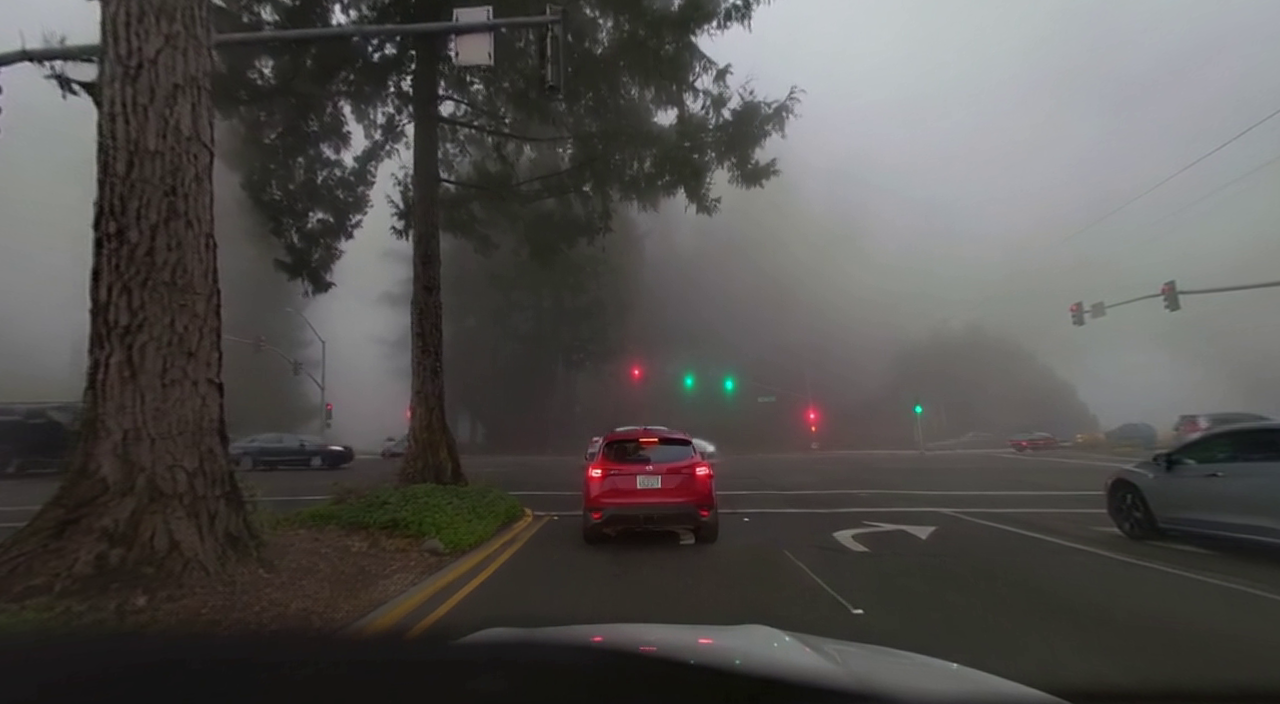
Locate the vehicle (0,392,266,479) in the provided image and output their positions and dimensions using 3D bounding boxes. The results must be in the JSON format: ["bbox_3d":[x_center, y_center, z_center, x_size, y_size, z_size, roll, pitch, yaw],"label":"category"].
[{"bbox_3d":[-20.728,3.258,24.487,10.544,3.126,2.909,-1,-8,1],"label":"vehicle"}]

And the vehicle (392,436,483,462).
[{"bbox_3d":[-11.710,5.630,36.668,4.667,1.450,1.818,0,-8,0],"label":"vehicle"}]

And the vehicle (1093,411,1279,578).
[{"bbox_3d":[7.075,1.397,6.273,1.901,1.577,4.348,0,-8,0],"label":"vehicle"}]

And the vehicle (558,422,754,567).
[{"bbox_3d":[0.121,1.768,8.553,2.041,1.485,3.813,0,-8,-1],"label":"vehicle"}]

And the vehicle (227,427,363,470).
[{"bbox_3d":[-15.223,4.275,28.054,4.833,1.784,2.027,0,-8,1],"label":"vehicle"}]
